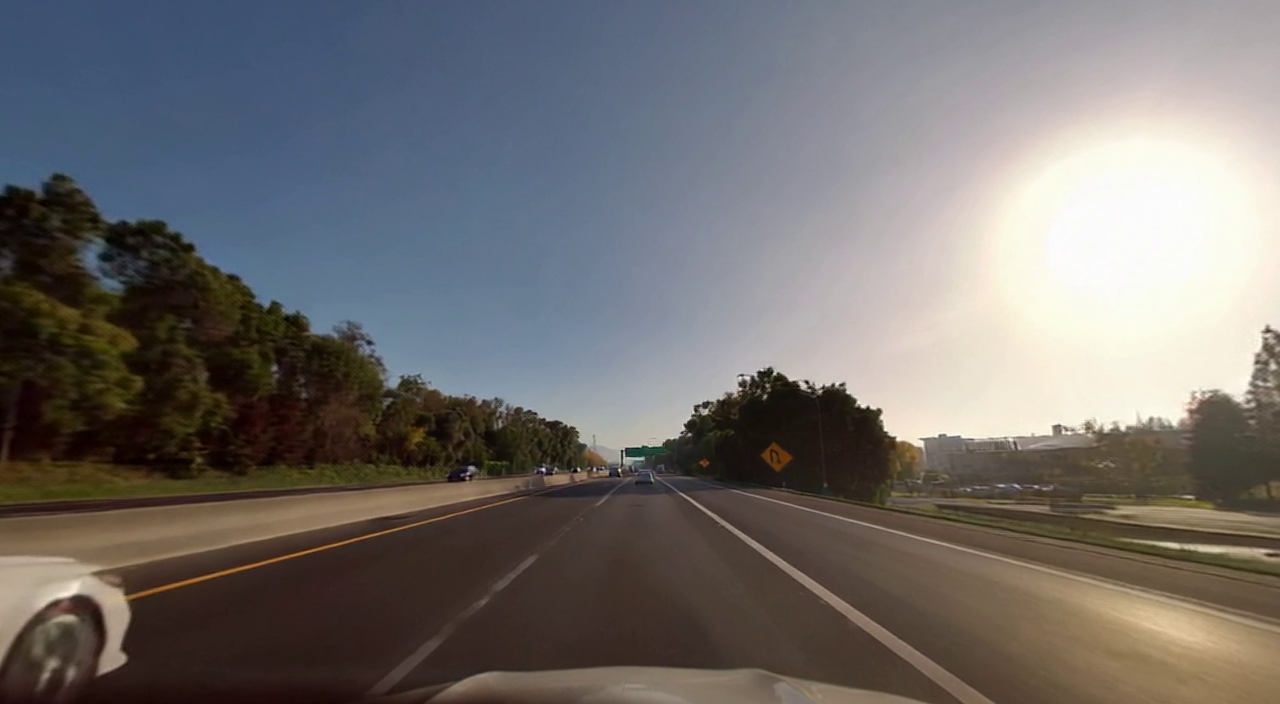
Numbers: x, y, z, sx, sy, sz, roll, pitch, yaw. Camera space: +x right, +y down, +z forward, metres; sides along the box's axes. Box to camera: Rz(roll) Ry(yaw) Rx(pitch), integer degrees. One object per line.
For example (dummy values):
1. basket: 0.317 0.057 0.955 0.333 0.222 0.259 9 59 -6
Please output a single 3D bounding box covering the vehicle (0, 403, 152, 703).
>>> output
1. vehicle: -3.842 0.735 1.484 2.041 1.508 4.075 1 -11 0
